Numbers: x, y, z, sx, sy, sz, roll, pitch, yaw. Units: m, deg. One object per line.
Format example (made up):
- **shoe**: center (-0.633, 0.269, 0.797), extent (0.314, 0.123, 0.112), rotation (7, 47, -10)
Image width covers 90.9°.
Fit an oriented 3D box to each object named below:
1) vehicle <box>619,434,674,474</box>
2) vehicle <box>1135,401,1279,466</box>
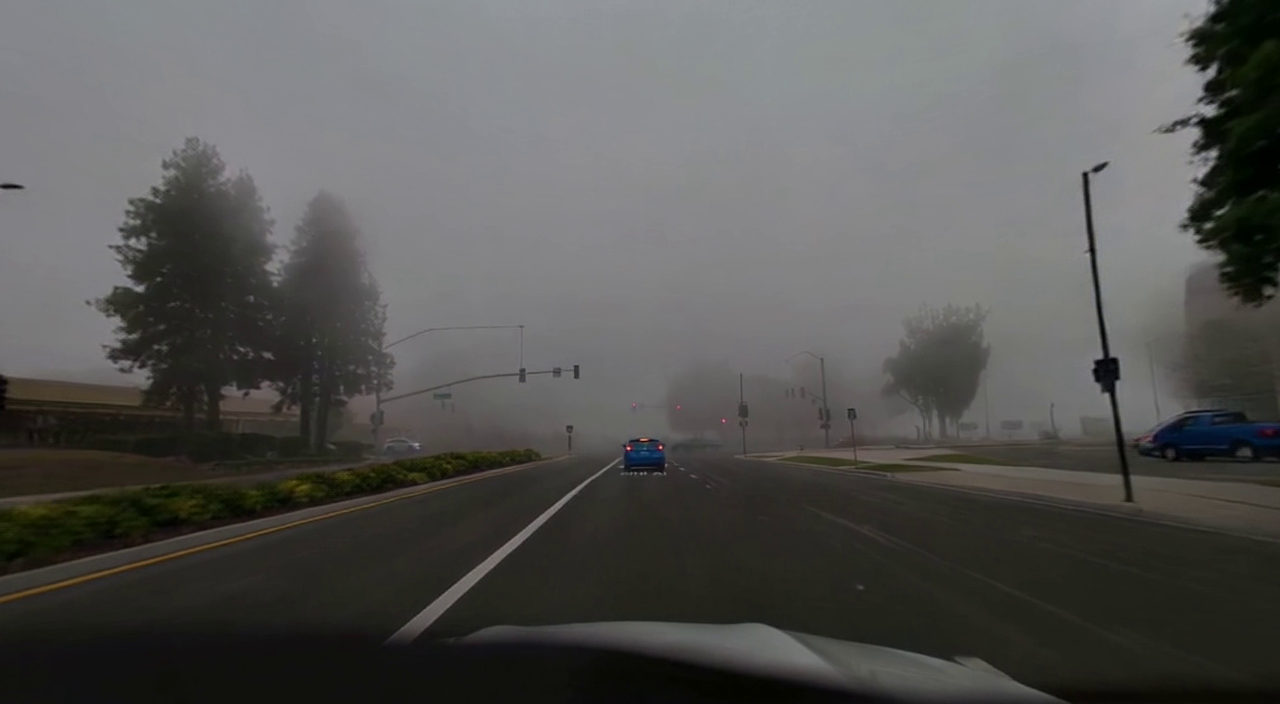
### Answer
- **vehicle**: center (0.182, 4.104, 25.636), extent (2.028, 1.478, 4.545), rotation (0, -8, -1)
- **vehicle**: center (23.258, 3.224, 24.626), extent (2.647, 2.185, 6.556), rotation (-1, -8, 2)
